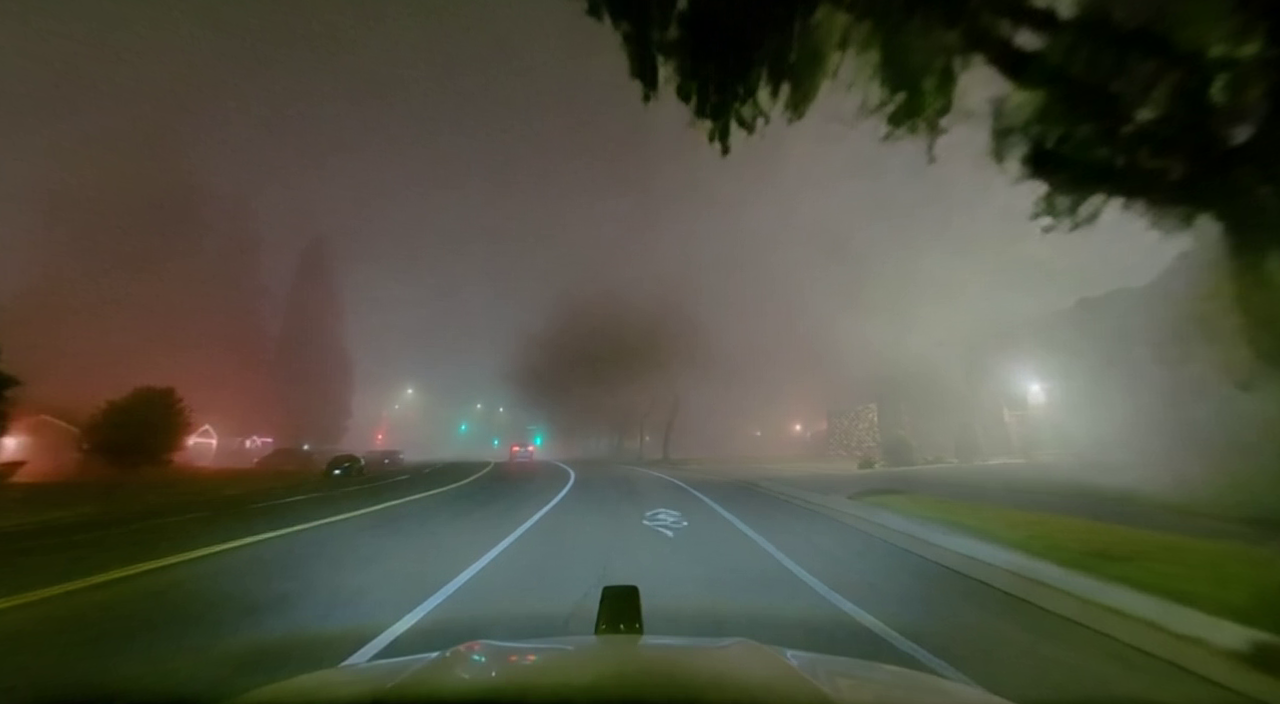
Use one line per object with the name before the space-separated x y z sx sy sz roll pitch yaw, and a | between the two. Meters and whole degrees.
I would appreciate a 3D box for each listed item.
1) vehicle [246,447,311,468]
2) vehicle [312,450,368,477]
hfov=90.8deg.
vehicle | -28.160 8.235 49.306 4.024 1.515 1.857 2 -8 -16
vehicle | -18.062 6.707 38.276 1.911 1.436 4.554 1 -8 -11
